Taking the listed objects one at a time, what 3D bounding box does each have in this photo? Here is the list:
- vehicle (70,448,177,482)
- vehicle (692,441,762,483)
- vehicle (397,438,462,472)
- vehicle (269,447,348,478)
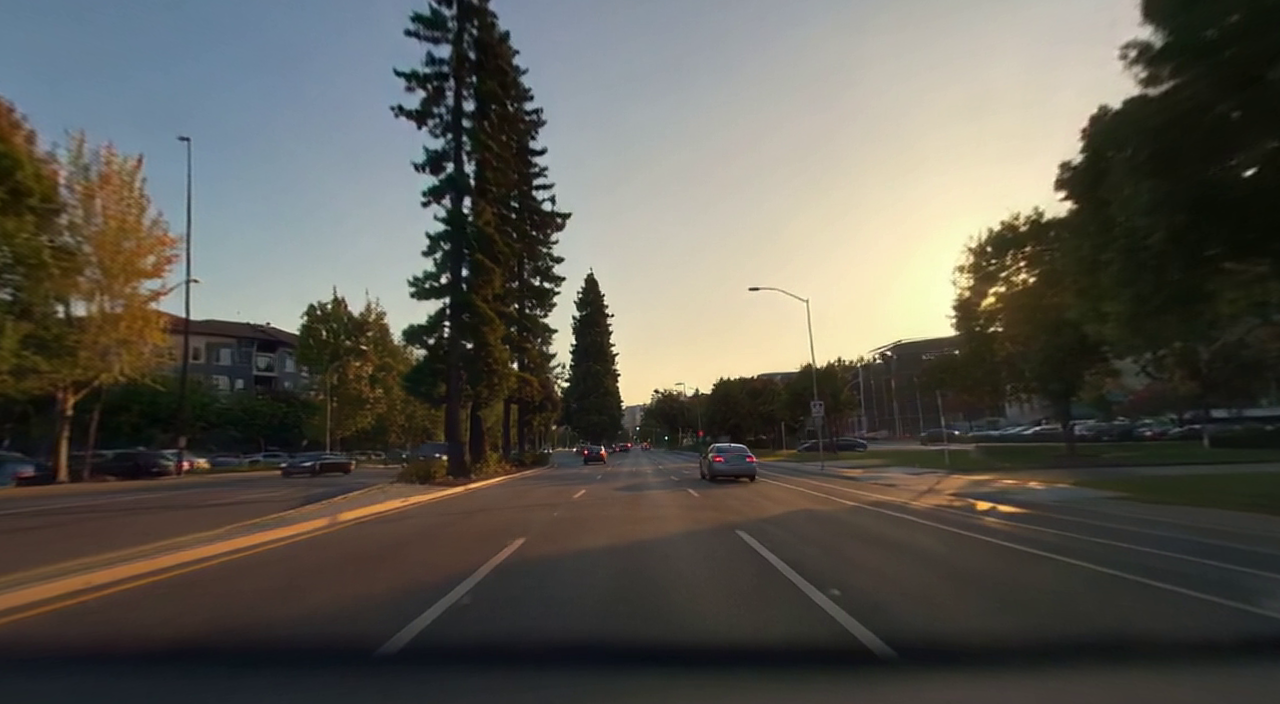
[{"bbox_3d":[-30.396,6.624,37.284,4.409,1.912,2.090,0,-9,0],"label":"vehicle"},{"bbox_3d":[3.182,4.120,23.974,1.966,1.449,4.290,0,-9,-1],"label":"vehicle"},{"bbox_3d":[-11.370,5.592,34.406,2.027,1.716,4.357,0,-9,0],"label":"vehicle"},{"bbox_3d":[-17.455,5.821,33.466,1.897,1.507,4.132,0,-9,0],"label":"vehicle"}]
